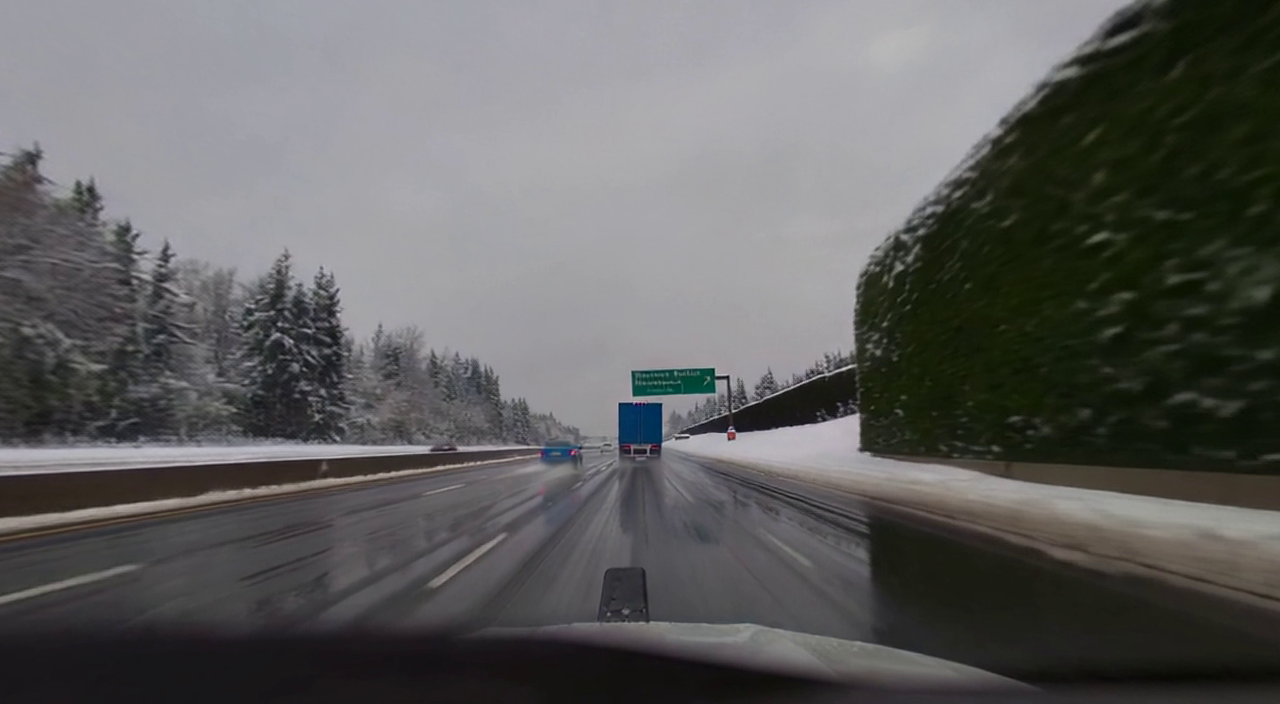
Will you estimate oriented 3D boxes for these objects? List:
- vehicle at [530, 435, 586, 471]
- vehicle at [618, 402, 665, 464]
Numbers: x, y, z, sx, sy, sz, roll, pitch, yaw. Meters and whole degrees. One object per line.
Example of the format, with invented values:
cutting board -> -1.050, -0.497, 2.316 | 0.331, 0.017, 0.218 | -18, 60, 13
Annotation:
vehicle -> -4.049, 5.099, 32.021 | 2.186, 1.716, 4.672 | 0, -8, 1
vehicle -> 0.023, 6.421, 49.059 | 3.078, 4.031, 16.069 | 0, -8, 0
